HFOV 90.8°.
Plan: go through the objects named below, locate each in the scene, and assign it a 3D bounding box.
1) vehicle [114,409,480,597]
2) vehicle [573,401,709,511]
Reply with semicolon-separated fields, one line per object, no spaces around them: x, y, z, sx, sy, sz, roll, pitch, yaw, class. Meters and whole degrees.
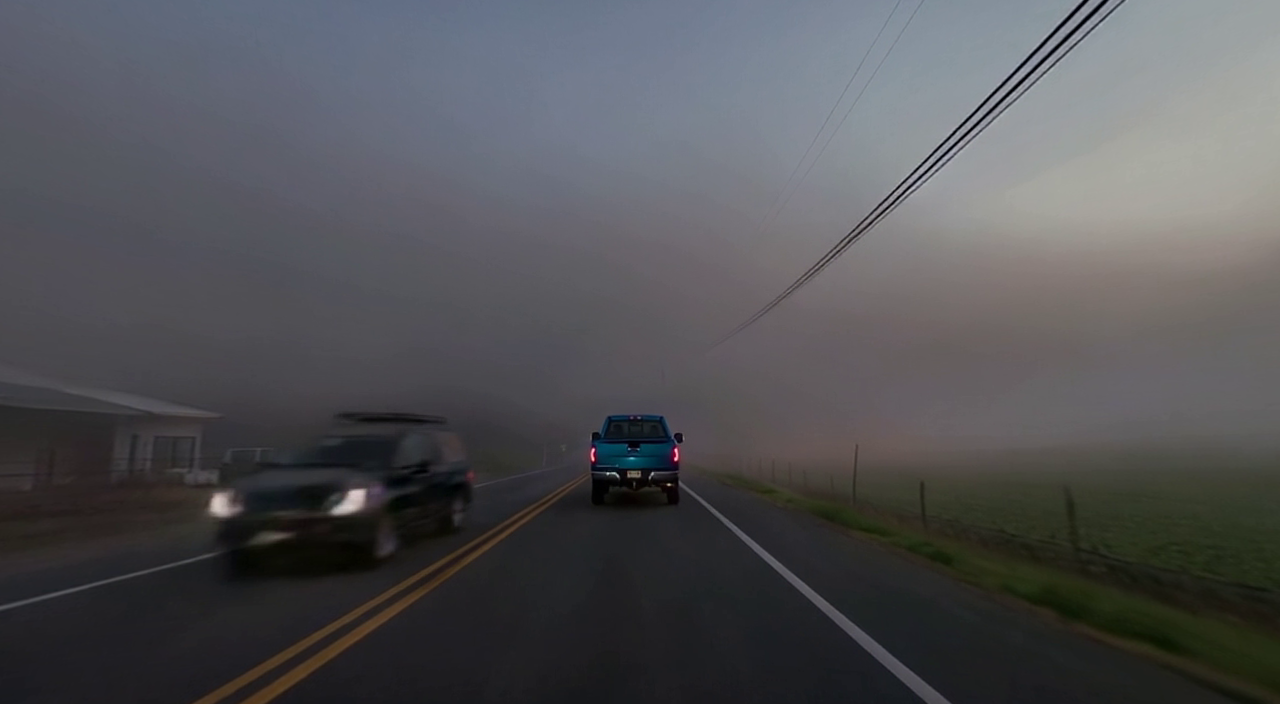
-3.817;1.764;8.347;2.122;1.729;4.783;0;-8;0;vehicle
-0.054;2.770;17.255;2.912;2.320;7.292;0;-8;-1;vehicle
